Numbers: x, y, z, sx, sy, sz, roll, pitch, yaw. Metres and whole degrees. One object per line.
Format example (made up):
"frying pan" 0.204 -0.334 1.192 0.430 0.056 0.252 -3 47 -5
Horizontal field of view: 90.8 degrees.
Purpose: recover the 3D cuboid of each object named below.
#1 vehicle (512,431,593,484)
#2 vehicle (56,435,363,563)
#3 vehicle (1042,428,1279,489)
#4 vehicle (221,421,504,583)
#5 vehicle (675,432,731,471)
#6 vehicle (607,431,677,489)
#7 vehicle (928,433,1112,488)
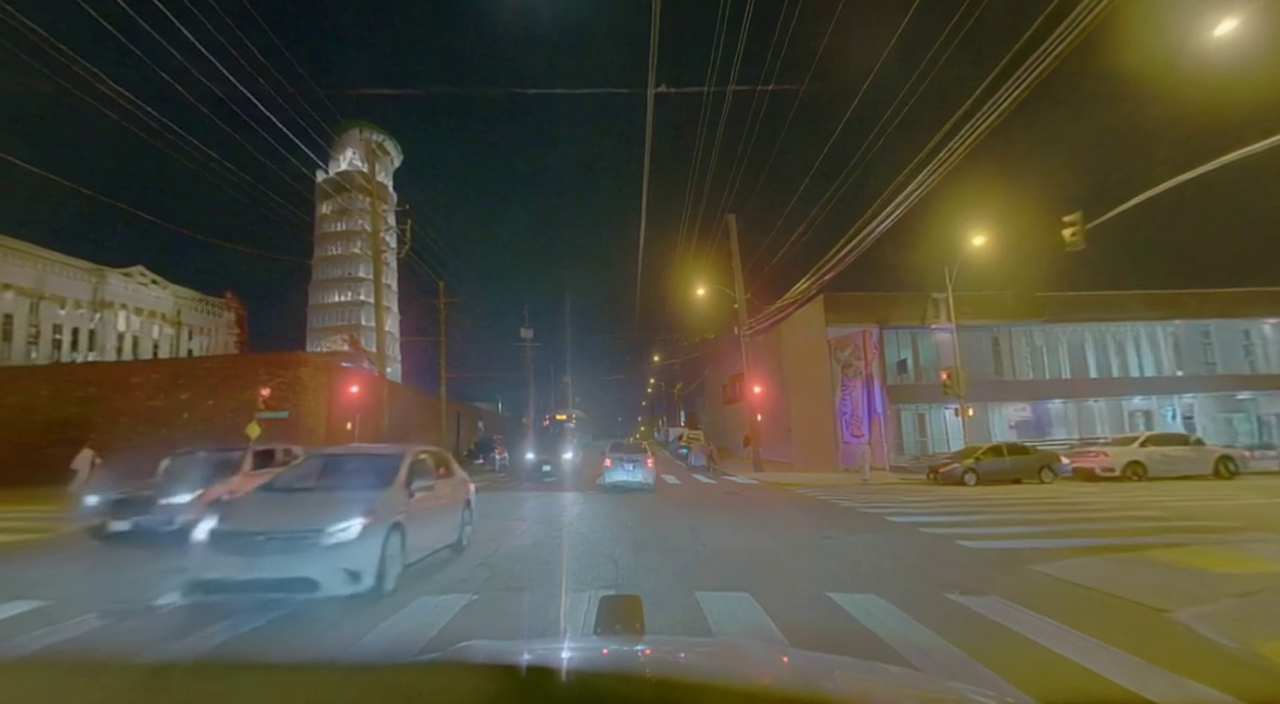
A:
"vehicle" -3.464 4.357 26.306 2.474 1.926 5.823 0 -9 1
"vehicle" -7.019 2.389 11.268 1.892 1.706 5.224 0 -9 -1
"vehicle" 14.239 2.887 17.252 5.045 1.527 2.107 0 -9 -1
"vehicle" -3.327 1.867 8.636 2.055 1.660 3.954 0 -9 0
"vehicle" 2.944 4.824 30.628 2.171 1.751 4.373 0 -9 -1
"vehicle" 0.017 3.681 21.876 2.190 1.783 4.048 0 -9 -1
"vehicle" 12.070 3.481 20.365 4.576 1.650 1.980 -1 -9 2
